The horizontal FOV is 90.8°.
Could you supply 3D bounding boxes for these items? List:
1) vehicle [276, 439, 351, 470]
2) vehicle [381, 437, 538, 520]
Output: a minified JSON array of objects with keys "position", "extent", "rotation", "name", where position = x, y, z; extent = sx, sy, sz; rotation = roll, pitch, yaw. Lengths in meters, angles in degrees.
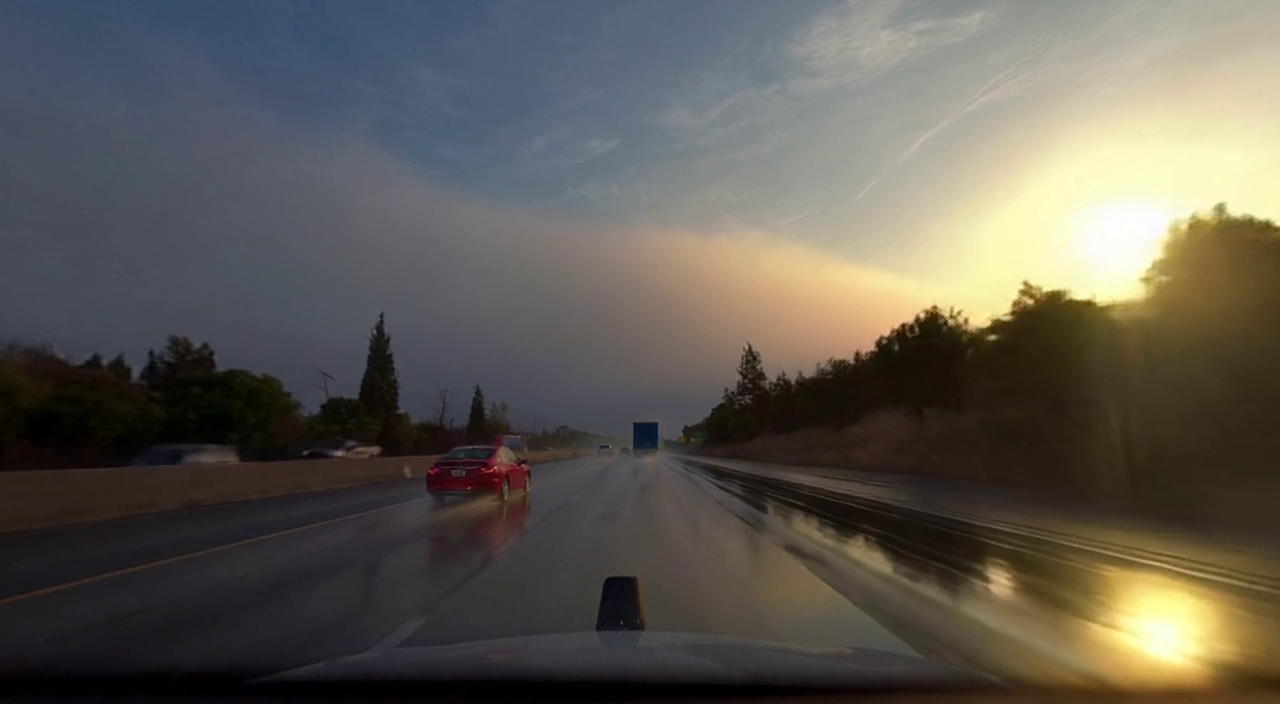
[{"position":[-16.921,5.340,32.943],"extent":[1.741,1.462,3.887],"rotation":[-1,-9,1],"name":"vehicle"},{"position":[-3.801,2.772,14.378],"extent":[1.999,1.533,4.870],"rotation":[-1,-9,2],"name":"vehicle"}]
